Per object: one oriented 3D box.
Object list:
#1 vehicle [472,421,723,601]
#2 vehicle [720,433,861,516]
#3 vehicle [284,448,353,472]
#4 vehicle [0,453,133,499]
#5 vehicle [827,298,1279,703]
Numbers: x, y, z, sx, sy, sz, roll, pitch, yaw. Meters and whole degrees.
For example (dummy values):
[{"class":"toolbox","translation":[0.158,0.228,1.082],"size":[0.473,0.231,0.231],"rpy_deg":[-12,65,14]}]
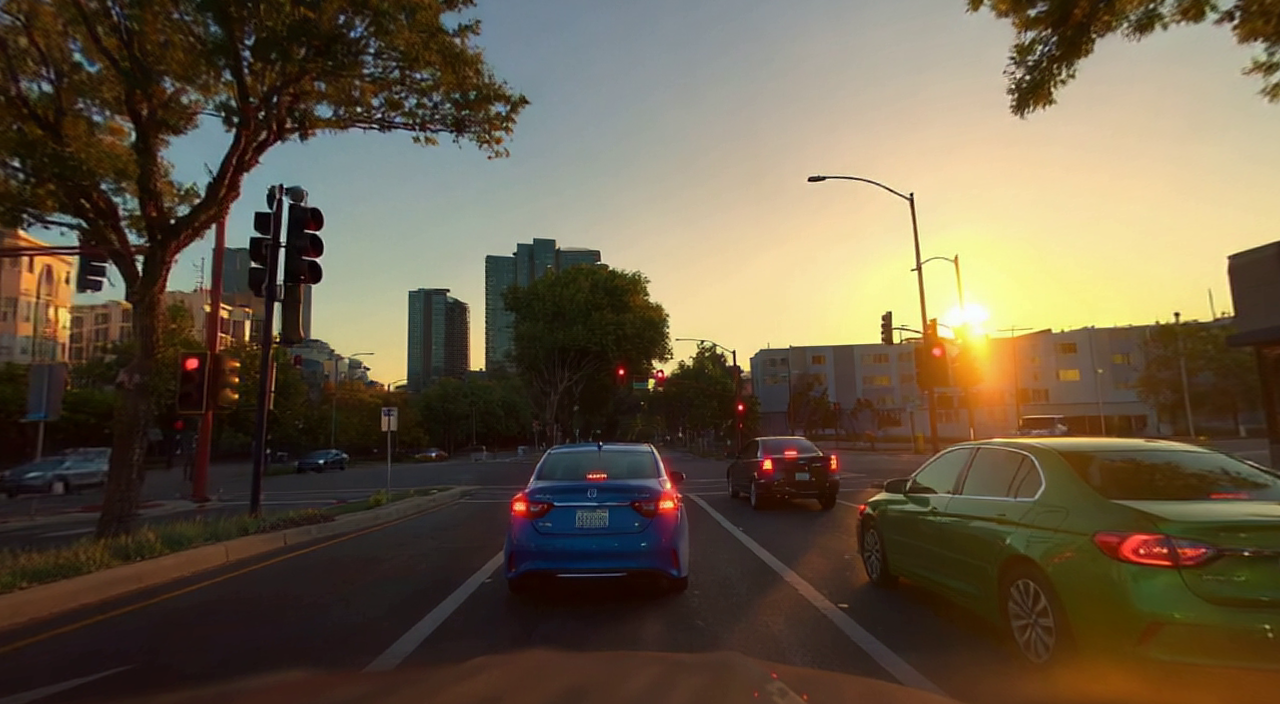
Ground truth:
[{"class":"vehicle","translation":[-0.383,1.651,7.404],"size":[2.143,1.520,3.848],"rpy_deg":[0,-8,-1]},{"class":"vehicle","translation":[3.148,2.667,14.328],"size":[2.026,1.549,4.559],"rpy_deg":[0,-8,-1]},{"class":"vehicle","translation":[-21.660,7.278,42.825],"size":[2.091,1.534,4.846],"rpy_deg":[0,-8,0]},{"class":"vehicle","translation":[-21.883,4.600,23.828],"size":[1.863,1.496,4.389],"rpy_deg":[0,-8,-1]},{"class":"vehicle","translation":[3.572,1.104,5.050],"size":[2.572,1.945,5.065],"rpy_deg":[0,-8,0]}]
